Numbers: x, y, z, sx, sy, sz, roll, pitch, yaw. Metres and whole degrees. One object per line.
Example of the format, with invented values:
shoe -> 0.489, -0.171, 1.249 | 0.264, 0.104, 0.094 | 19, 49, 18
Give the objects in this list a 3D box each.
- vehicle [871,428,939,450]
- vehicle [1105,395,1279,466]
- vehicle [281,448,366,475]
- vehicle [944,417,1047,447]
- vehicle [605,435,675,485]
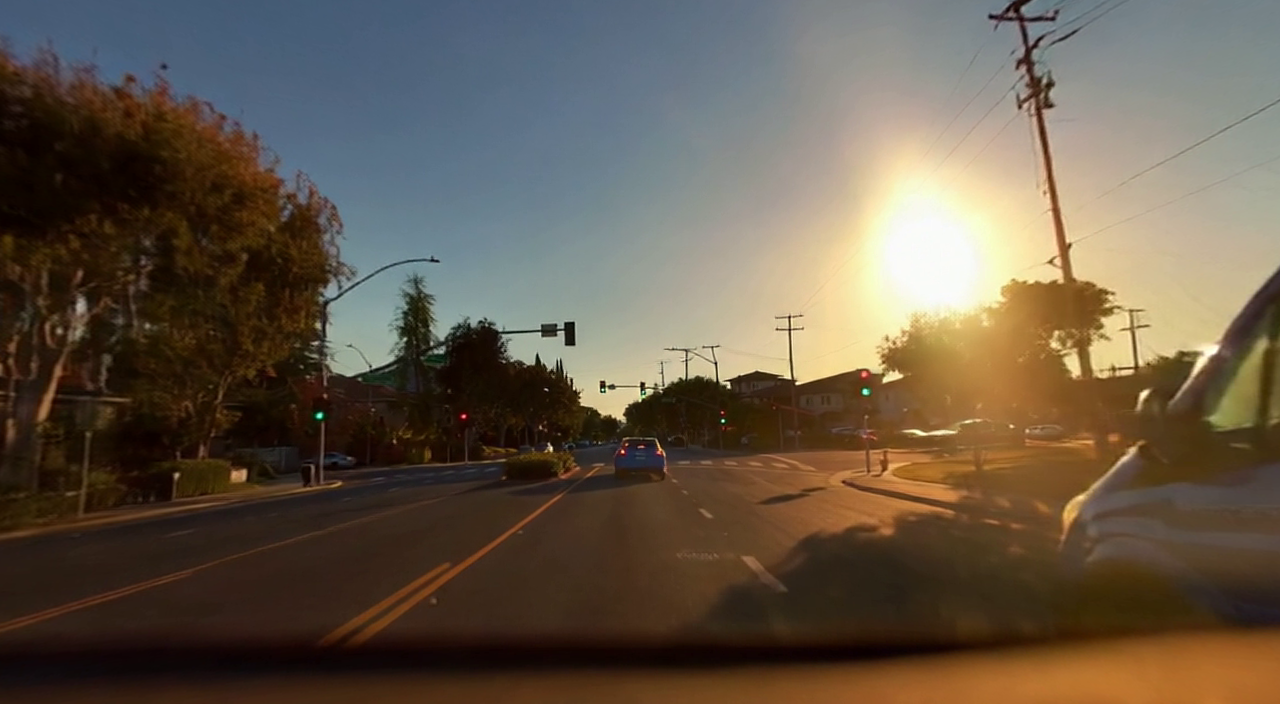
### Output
vehicle -> 18.805, 6.219, 44.945 | 3.949, 1.505, 1.766 | -1, -9, 1
vehicle -> 16.453, 2.249, 17.904 | 4.735, 1.882, 2.087 | -1, -9, 2
vehicle -> -20.963, 7.284, 41.986 | 4.588, 1.703, 1.879 | -1, -9, 1
vehicle -> 25.440, 5.743, 45.320 | 6.041, 1.900, 2.349 | -1, -9, -6
vehicle -> -0.009, 3.517, 20.822 | 2.104, 1.462, 3.991 | 0, -9, 0
